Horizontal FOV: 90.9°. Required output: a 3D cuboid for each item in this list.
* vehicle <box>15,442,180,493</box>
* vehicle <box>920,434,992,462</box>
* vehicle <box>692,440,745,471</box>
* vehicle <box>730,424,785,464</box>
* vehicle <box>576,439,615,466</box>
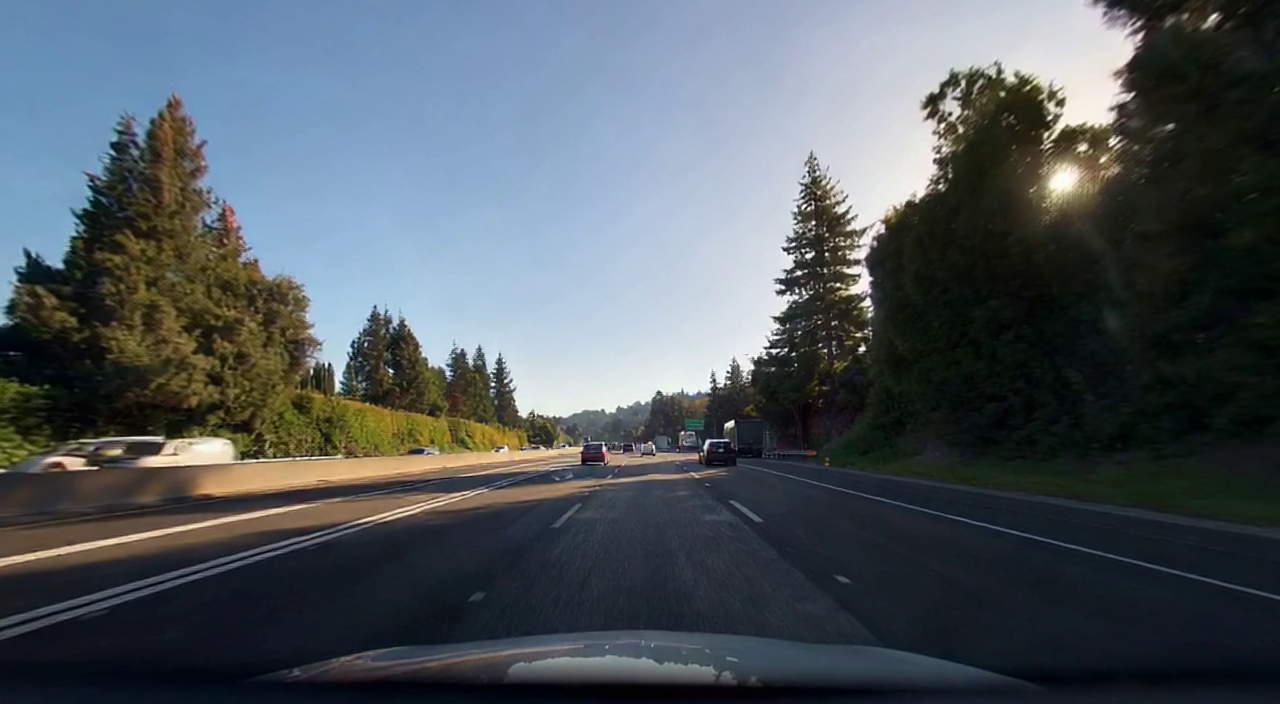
[{"bbox_3d":[-23.298,4.945,27.502,2.308,1.943,5.444,0,-9,1],"label":"vehicle"},{"bbox_3d":[23.934,7.301,48.064,2.221,1.995,5.803,0,-9,-3],"label":"vehicle"},{"bbox_3d":[3.944,5.303,32.536,2.080,1.493,4.674,0,-9,0],"label":"vehicle"},{"bbox_3d":[8.109,6.436,44.139,2.729,2.628,4.875,0,-9,-2],"label":"vehicle"},{"bbox_3d":[-2.727,6.253,39.333,2.060,1.587,4.093,0,-9,1],"label":"vehicle"}]
